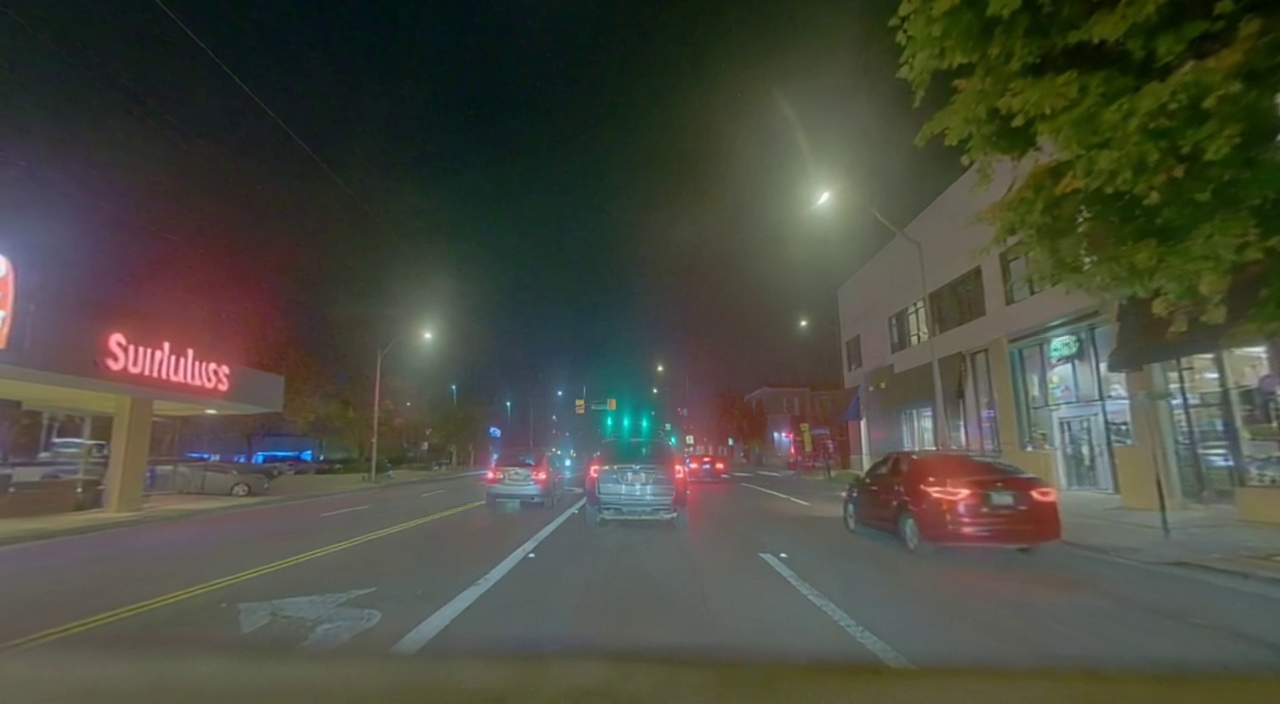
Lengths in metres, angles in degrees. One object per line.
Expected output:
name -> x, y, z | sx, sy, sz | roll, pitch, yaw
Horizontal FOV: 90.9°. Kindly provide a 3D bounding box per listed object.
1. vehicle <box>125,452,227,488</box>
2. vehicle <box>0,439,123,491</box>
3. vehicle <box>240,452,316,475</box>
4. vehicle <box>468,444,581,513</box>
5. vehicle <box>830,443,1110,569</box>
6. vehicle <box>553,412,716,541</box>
vehicle -> -26.261, 6.670, 35.969 | 2.123, 1.820, 5.136 | 0, -8, -4
vehicle -> -24.146, 4.398, 24.842 | 2.131, 1.887, 6.053 | -1, -8, 3
vehicle -> -27.254, 8.390, 47.537 | 4.458, 1.608, 2.051 | 0, -8, 2
vehicle -> -2.858, 3.235, 16.722 | 1.975, 1.570, 4.456 | -1, -8, 3
vehicle -> 4.886, 2.297, 10.407 | 1.994, 1.545, 4.919 | 0, -8, 1
vehicle -> -0.103, 2.413, 12.932 | 2.638, 2.065, 5.313 | 0, -8, 0
